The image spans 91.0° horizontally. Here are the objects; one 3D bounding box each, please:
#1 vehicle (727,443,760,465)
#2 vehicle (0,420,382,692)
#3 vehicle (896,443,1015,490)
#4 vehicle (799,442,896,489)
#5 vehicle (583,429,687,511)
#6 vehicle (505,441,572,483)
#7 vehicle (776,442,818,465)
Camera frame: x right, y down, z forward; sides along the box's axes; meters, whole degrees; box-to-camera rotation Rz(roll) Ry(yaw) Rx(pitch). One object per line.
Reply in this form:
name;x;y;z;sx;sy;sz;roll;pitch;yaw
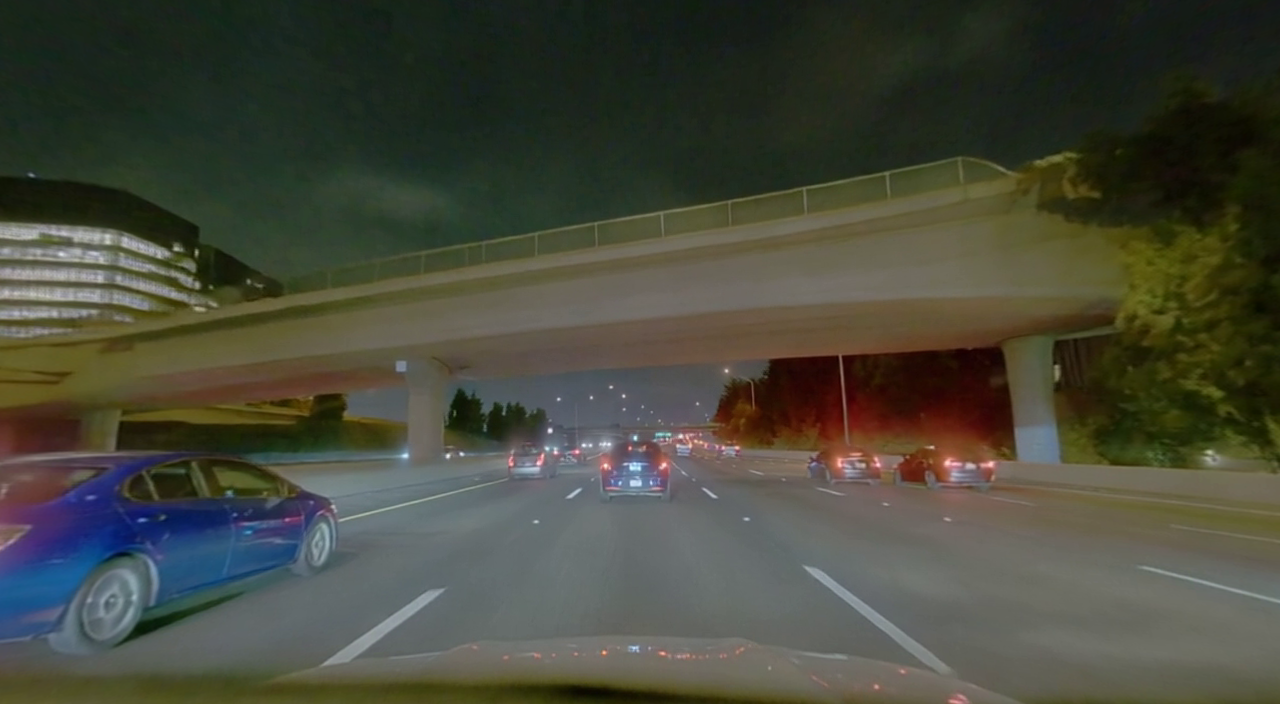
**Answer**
vehicle;7.724;7.647;47.238;1.880;1.526;3.641;0;-9;-1
vehicle;-4.290;1.457;5.741;1.974;1.478;4.412;0;-9;0
vehicle;11.193;4.076;22.750;2.008;1.516;4.385;0;-9;0
vehicle;7.528;4.154;23.402;2.049;1.521;4.604;0;-9;0
vehicle;-0.072;2.786;15.288;2.181;1.697;4.021;0;-9;1
vehicle;-4.021;4.431;25.645;1.947;1.516;4.295;0;-9;1
vehicle;11.697;7.615;47.215;1.992;1.625;4.359;0;-9;0
